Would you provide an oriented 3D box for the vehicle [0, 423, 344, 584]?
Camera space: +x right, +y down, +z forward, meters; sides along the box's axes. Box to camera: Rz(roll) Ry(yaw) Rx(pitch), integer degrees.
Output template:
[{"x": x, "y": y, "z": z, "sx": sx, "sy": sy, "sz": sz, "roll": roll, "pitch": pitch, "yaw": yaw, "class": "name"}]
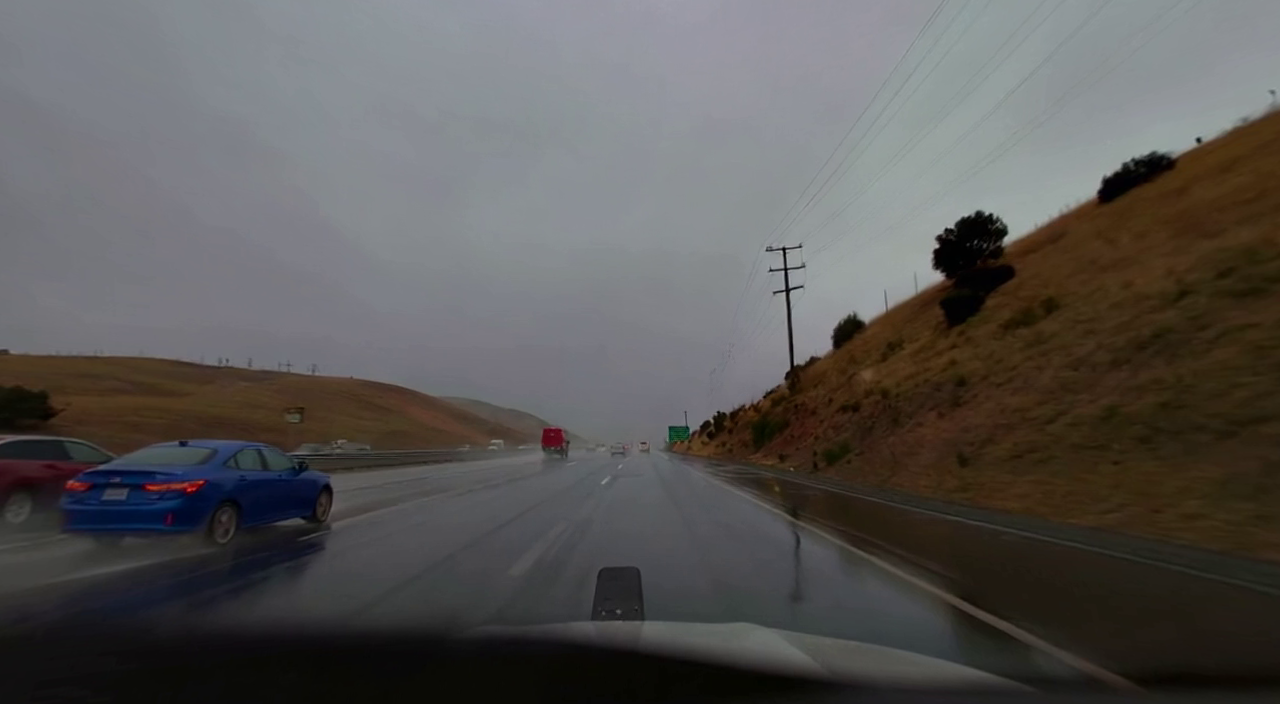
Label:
[{"x": -5.967, "y": 1.747, "z": 8.197, "sx": 1.955, "sy": 1.469, "sz": 4.554, "roll": 0, "pitch": -8, "yaw": 1, "class": "vehicle"}]
